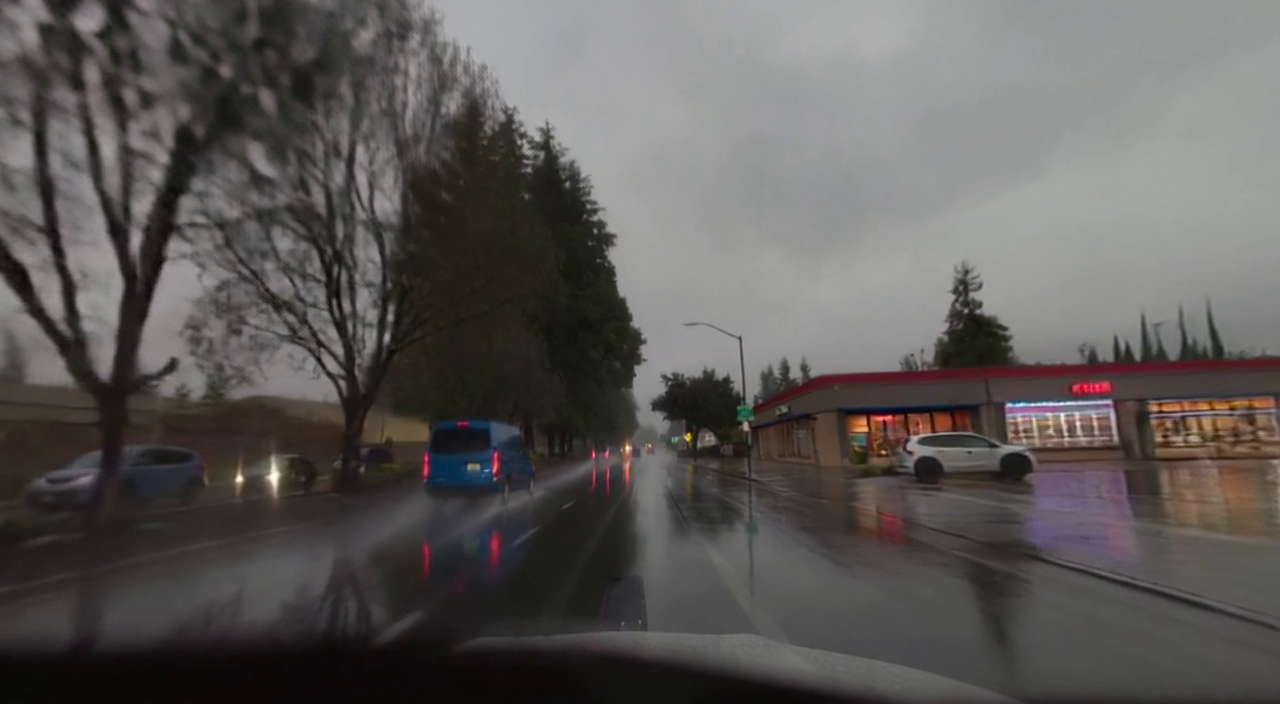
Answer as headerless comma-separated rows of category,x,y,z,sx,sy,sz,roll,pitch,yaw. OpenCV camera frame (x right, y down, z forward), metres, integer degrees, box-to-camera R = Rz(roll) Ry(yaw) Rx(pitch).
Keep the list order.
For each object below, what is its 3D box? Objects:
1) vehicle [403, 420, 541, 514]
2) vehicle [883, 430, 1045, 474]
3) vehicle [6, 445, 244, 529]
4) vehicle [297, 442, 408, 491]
vehicle,-3.996,2.832,15.971,2.152,1.987,4.952,0,-9,0
vehicle,11.325,3.534,22.230,4.607,1.471,1.982,0,-9,1
vehicle,-11.780,3.054,14.867,2.044,1.649,4.211,0,-9,-1
vehicle,-11.752,4.693,26.126,2.332,1.815,4.639,-1,-9,1
